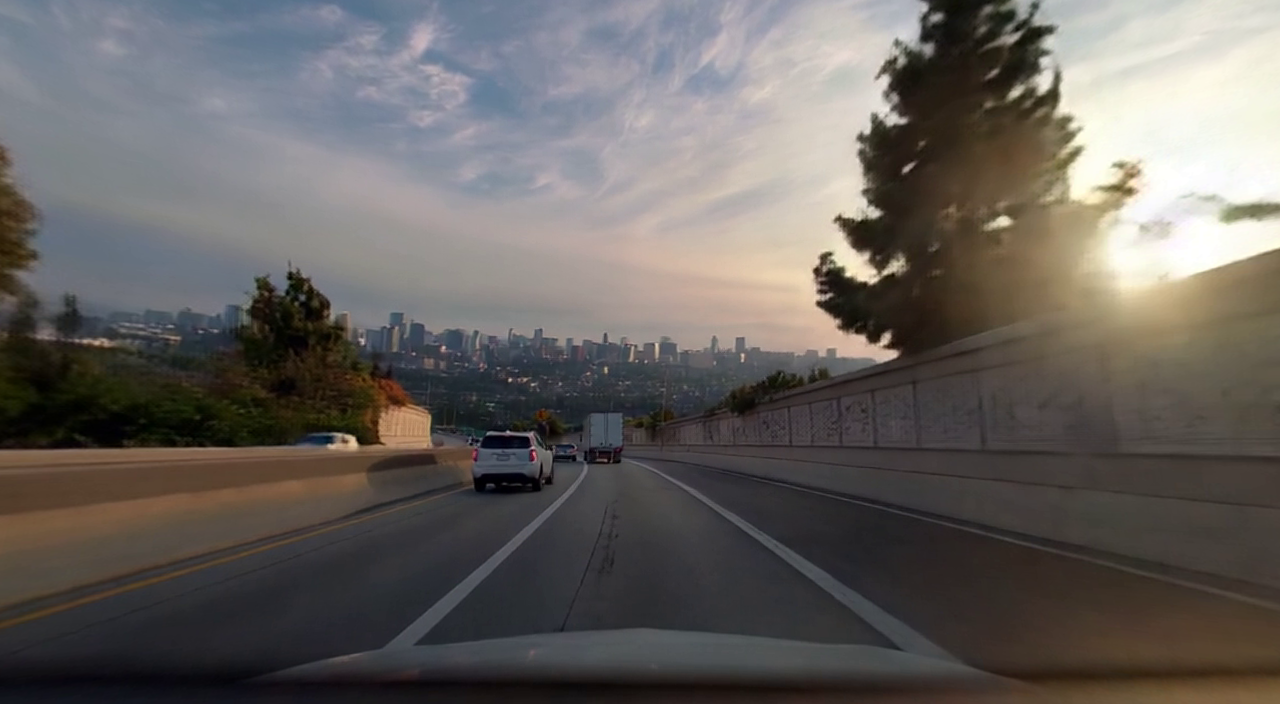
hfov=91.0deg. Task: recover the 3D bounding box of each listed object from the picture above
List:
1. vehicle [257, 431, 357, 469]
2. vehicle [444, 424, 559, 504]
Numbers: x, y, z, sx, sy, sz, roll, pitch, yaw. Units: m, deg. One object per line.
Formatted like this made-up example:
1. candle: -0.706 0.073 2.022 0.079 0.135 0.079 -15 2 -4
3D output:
1. vehicle: -14.251 4.246 27.305 1.938 1.503 4.661 1 -9 -2
2. vehicle: -3.351 2.813 16.187 2.041 1.734 4.391 0 -9 -1
